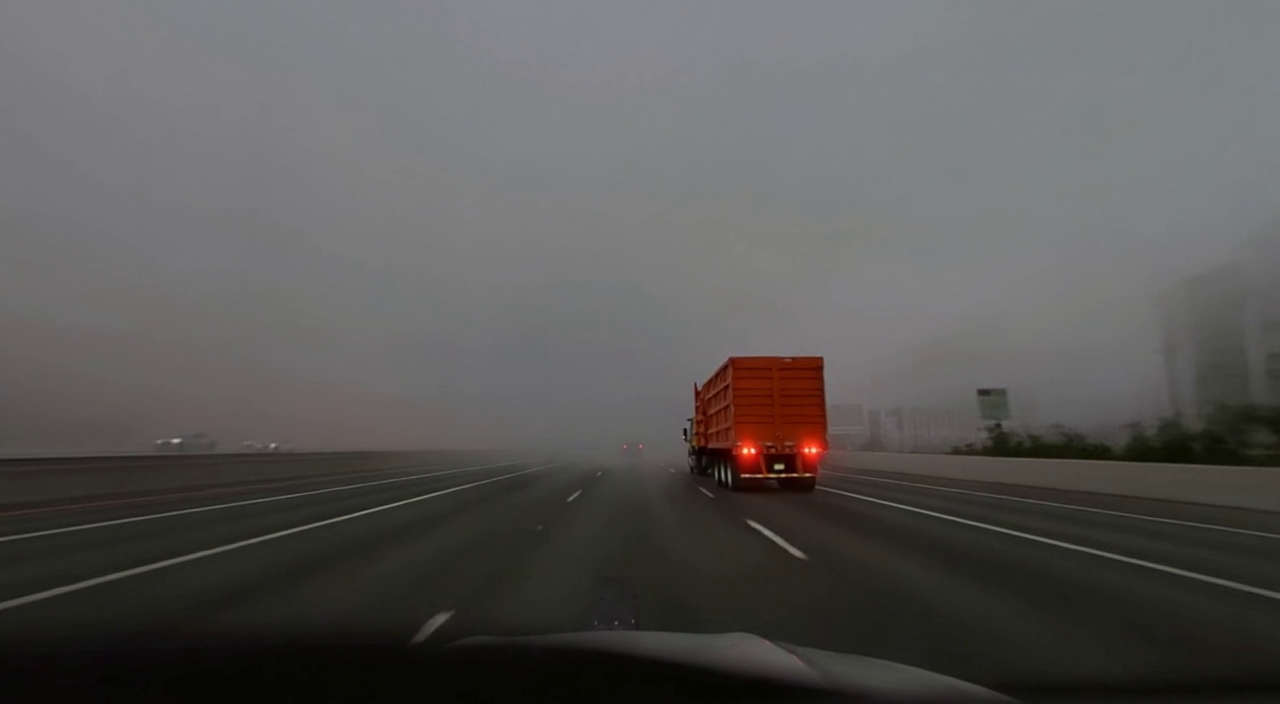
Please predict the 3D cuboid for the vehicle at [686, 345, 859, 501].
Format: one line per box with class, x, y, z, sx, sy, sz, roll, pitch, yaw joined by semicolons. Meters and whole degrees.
vehicle;3.405;2.403;19.831;2.966;3.586;10.563;0;-9;-1
